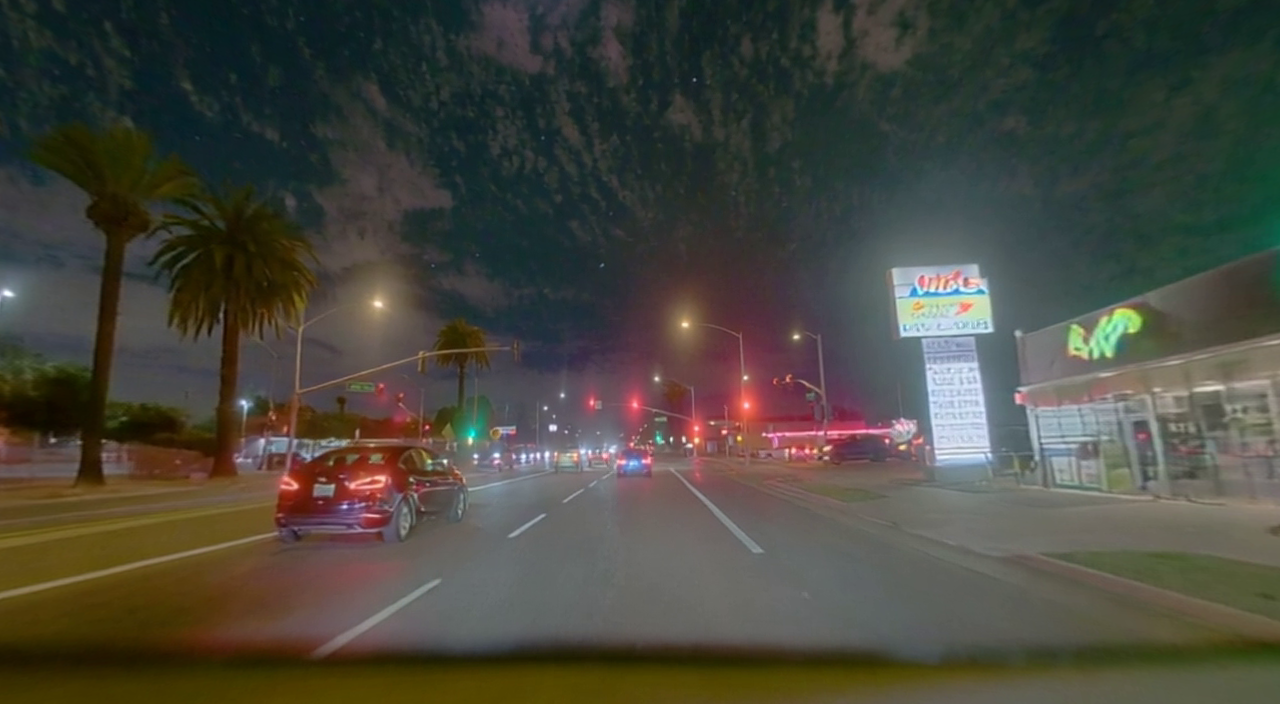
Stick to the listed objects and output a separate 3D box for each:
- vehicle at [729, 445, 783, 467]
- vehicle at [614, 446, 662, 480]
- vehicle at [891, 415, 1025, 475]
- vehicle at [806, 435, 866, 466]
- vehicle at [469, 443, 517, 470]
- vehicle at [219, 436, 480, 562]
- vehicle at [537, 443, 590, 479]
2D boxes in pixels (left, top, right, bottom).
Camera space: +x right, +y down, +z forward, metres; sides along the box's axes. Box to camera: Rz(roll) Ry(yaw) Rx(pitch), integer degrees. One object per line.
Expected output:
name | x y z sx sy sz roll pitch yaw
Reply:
vehicle | 8.709 7.775 47.079 3.980 1.486 2.059 8 -12 -44
vehicle | -0.052 5.176 29.569 2.094 1.496 4.070 0 -8 1
vehicle | 11.186 3.368 22.653 2.111 1.875 5.301 -1 -8 1
vehicle | 11.245 5.680 36.304 1.982 1.623 4.211 0 -8 -2
vehicle | -11.327 8.047 48.670 2.286 1.922 5.328 0 -8 2
vehicle | -4.110 2.117 9.888 1.904 1.513 4.410 0 -8 1
vehicle | -3.640 5.280 30.714 1.979 1.634 3.957 0 -8 2
